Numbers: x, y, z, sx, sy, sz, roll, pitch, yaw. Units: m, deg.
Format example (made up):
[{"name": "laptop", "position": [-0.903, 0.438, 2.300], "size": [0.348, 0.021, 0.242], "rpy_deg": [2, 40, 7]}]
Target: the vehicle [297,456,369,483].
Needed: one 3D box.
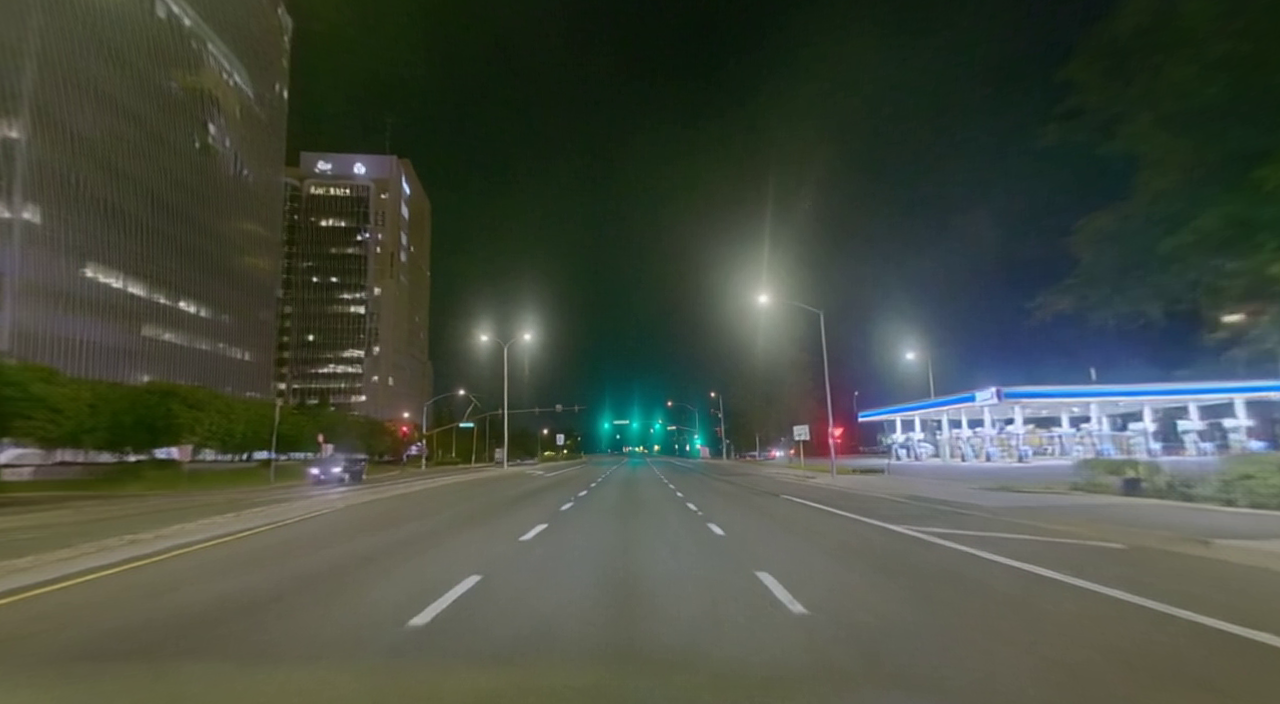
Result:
[{"name": "vehicle", "position": [-18.575, 7.095, 38.445], "size": [2.048, 1.479, 4.490], "rpy_deg": [0, -8, 1]}]
